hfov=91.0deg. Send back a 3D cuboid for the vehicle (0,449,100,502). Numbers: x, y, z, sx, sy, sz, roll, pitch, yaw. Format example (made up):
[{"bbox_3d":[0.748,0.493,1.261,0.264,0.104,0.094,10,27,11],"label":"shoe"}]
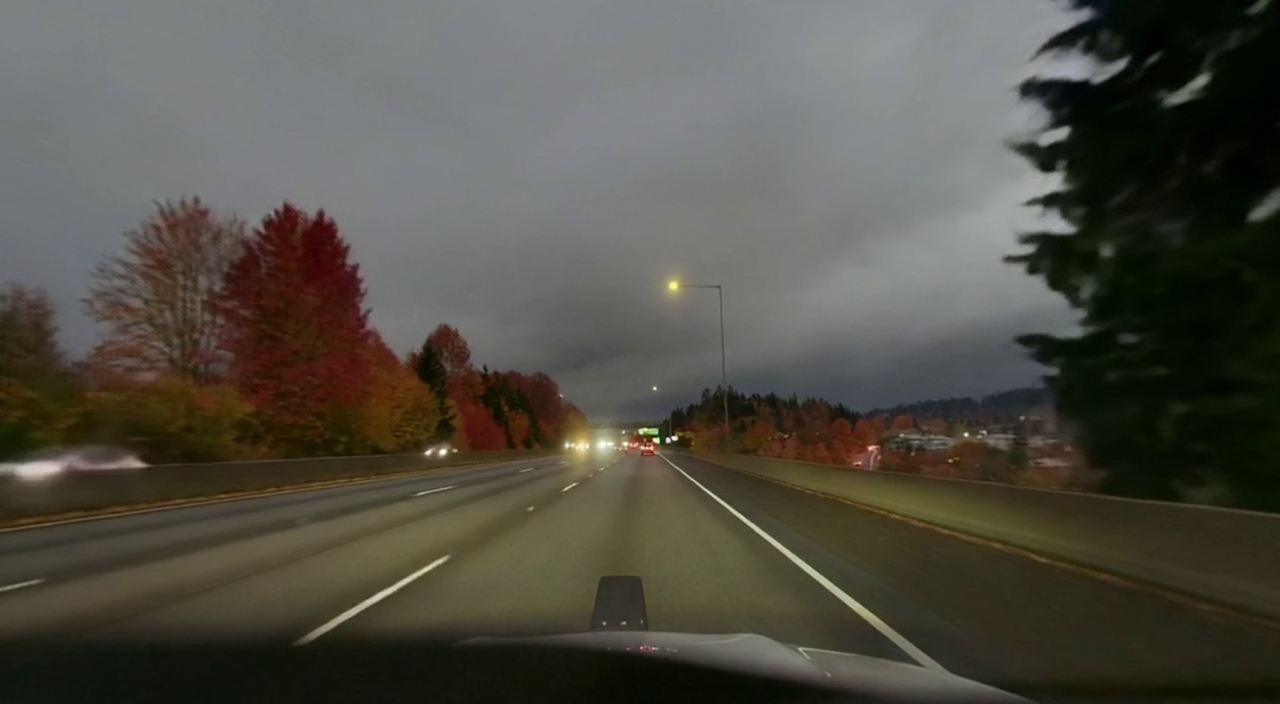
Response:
[{"bbox_3d":[-20.264,3.910,20.113,1.898,1.546,4.570,0,-8,0],"label":"vehicle"}]
